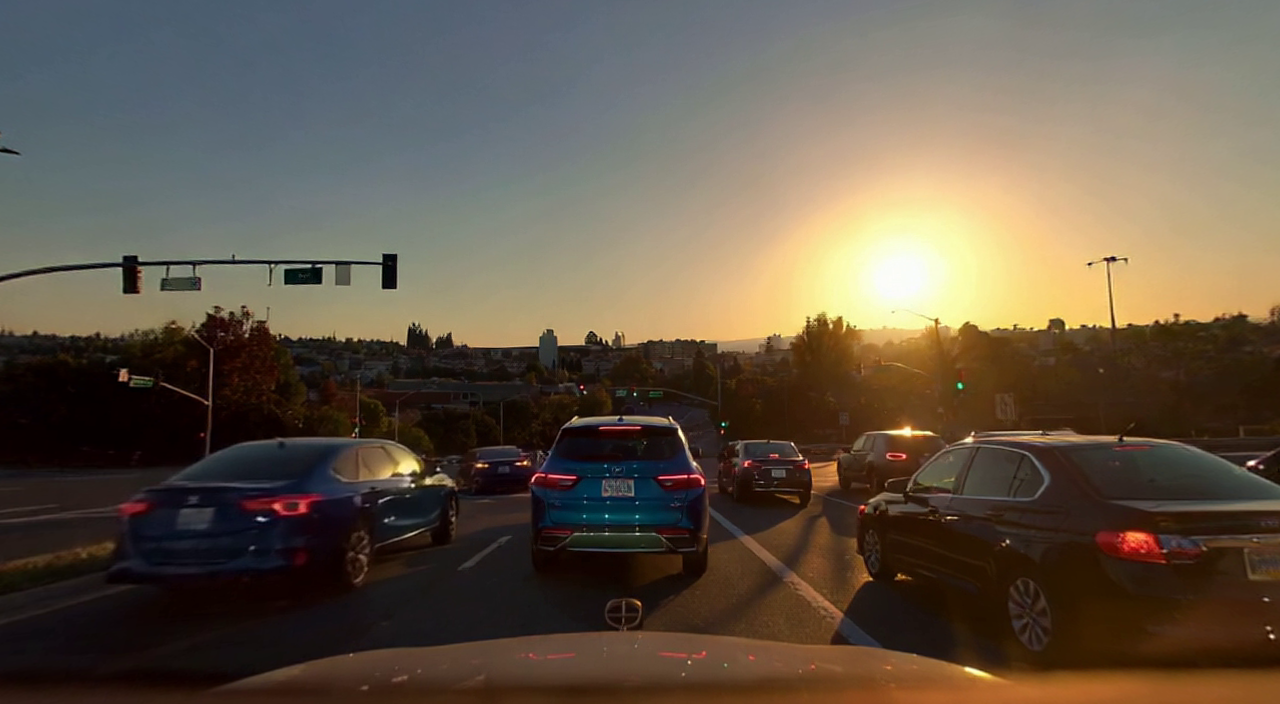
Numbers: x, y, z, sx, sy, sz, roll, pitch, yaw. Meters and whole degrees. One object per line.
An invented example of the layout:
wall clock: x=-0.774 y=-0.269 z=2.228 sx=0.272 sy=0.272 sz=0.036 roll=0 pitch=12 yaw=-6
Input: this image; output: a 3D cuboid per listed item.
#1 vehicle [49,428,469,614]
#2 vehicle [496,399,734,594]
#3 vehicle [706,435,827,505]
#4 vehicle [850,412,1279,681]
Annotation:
vehicle: x=-3.649 y=1.684 z=7.352 sx=2.063 sy=1.454 sz=4.553 roll=0 pitch=-8 yaw=0
vehicle: x=-0.281 y=1.567 z=7.634 sx=2.101 sy=1.707 sz=3.904 roll=0 pitch=-8 yaw=-2
vehicle: x=2.967 y=2.860 z=15.778 sx=1.950 sy=1.506 sz=4.086 roll=0 pitch=-8 yaw=-3
vehicle: x=3.613 y=1.392 z=5.696 sx=1.861 sy=1.478 sz=4.185 roll=0 pitch=-8 yaw=-2
